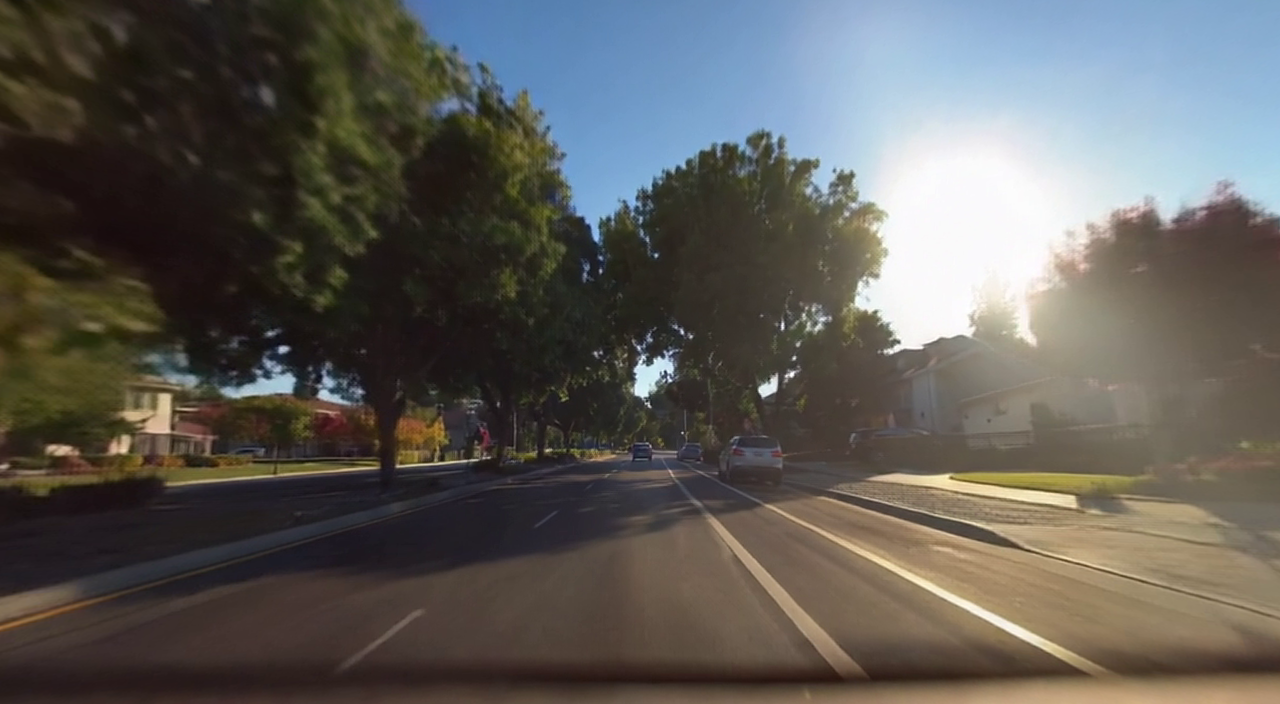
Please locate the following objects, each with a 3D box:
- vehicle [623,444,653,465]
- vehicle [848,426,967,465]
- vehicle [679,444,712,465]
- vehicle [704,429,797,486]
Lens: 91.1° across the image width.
[{"bbox_3d":[-0.109,7.491,46.060,2.054,1.456,4.003,0,-8,1],"label":"vehicle"},{"bbox_3d":[12.714,4.449,30.081,4.694,1.622,2.067,-2,-7,1],"label":"vehicle"},{"bbox_3d":[4.243,7.930,48.802,2.069,1.491,4.676,1,-9,-1],"label":"vehicle"},{"bbox_3d":[3.834,3.792,22.878,2.203,1.828,5.336,0,-8,-2],"label":"vehicle"}]
